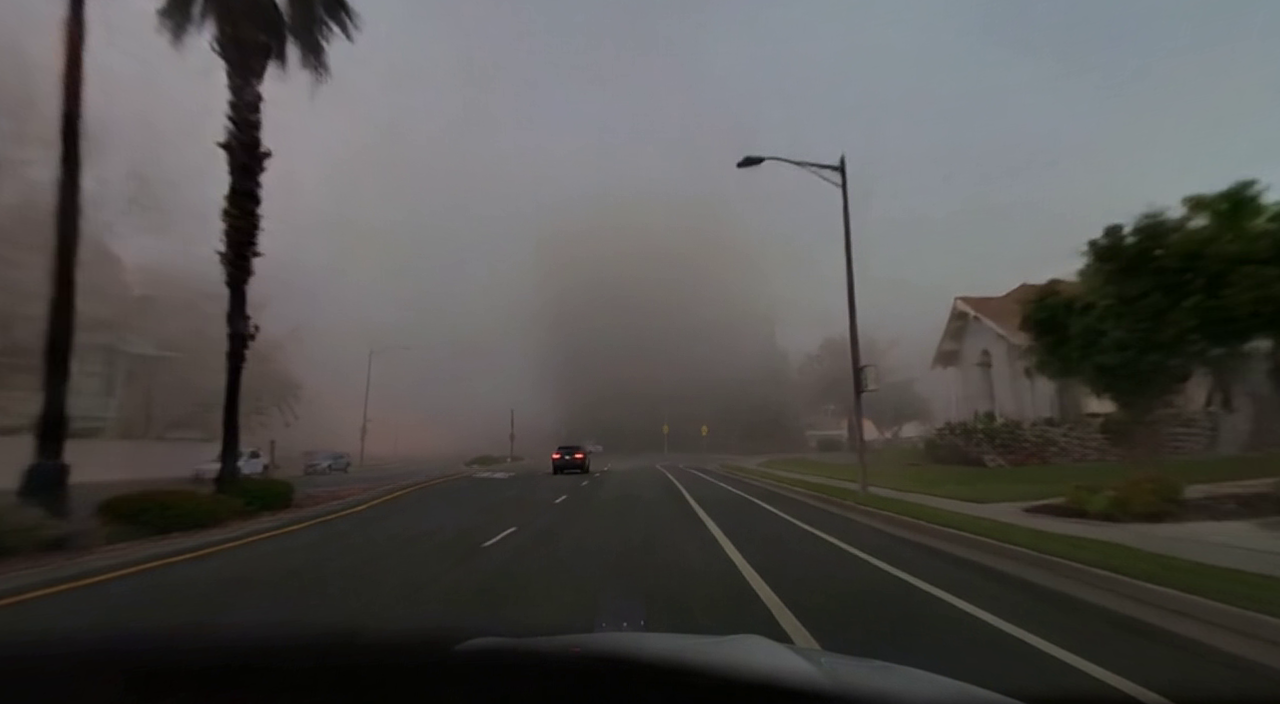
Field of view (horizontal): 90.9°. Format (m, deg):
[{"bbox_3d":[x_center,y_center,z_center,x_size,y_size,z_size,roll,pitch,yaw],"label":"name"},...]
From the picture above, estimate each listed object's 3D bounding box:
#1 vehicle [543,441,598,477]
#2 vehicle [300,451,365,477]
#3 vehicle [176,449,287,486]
[{"bbox_3d":[-3.125,4.923,29.283,2.075,1.498,4.730,0,-9,0],"label":"vehicle"},{"bbox_3d":[-19.028,6.934,39.213,1.980,1.423,4.465,0,-9,-3],"label":"vehicle"},{"bbox_3d":[-18.991,5.421,29.620,2.026,1.563,4.618,0,-10,2],"label":"vehicle"}]
